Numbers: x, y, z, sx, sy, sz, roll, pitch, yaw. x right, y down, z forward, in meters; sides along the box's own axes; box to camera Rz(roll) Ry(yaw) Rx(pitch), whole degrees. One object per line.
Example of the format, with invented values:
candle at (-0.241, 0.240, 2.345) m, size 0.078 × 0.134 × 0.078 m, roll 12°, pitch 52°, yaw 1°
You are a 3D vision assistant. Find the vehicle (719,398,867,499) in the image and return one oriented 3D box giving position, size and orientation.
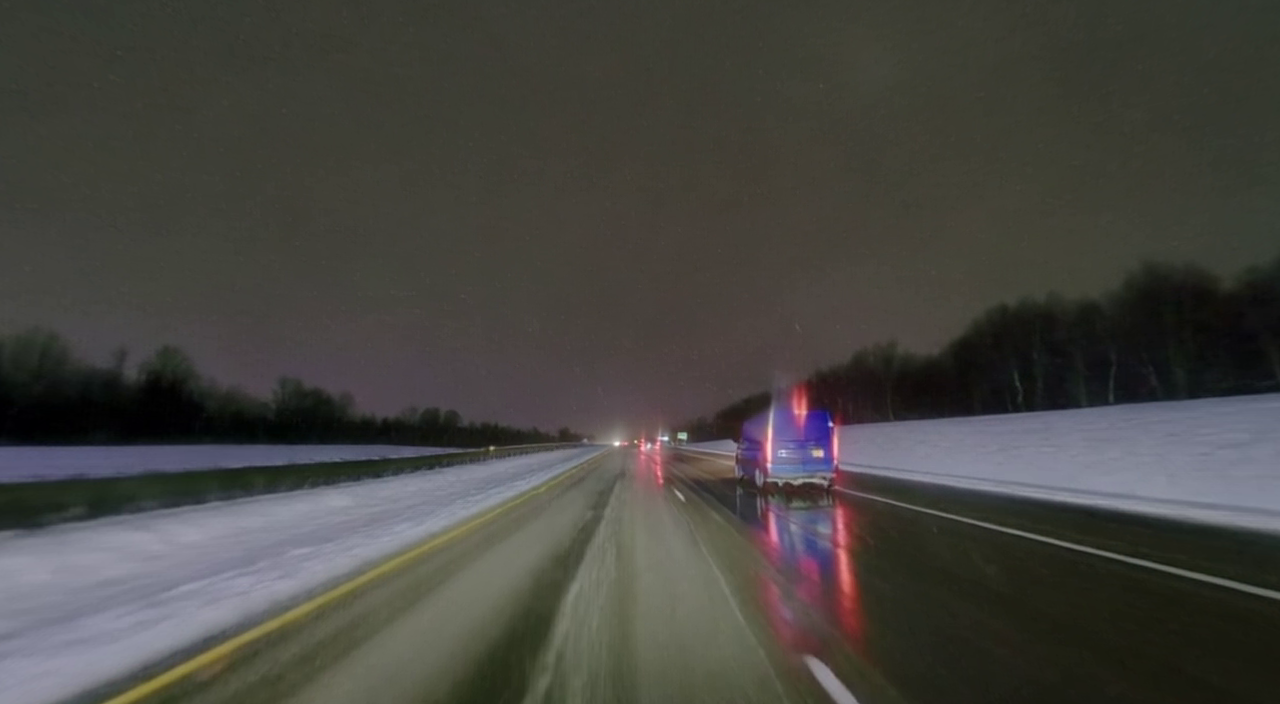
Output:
vehicle at (3.439, 2.315, 15.321) m, size 2.269 × 2.048 × 4.679 m, roll 0°, pitch -8°, yaw -2°

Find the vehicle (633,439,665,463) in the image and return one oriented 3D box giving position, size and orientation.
vehicle at (0.545, 6.445, 41.111) m, size 2.005 × 1.466 × 3.739 m, roll 0°, pitch -8°, yaw 0°
